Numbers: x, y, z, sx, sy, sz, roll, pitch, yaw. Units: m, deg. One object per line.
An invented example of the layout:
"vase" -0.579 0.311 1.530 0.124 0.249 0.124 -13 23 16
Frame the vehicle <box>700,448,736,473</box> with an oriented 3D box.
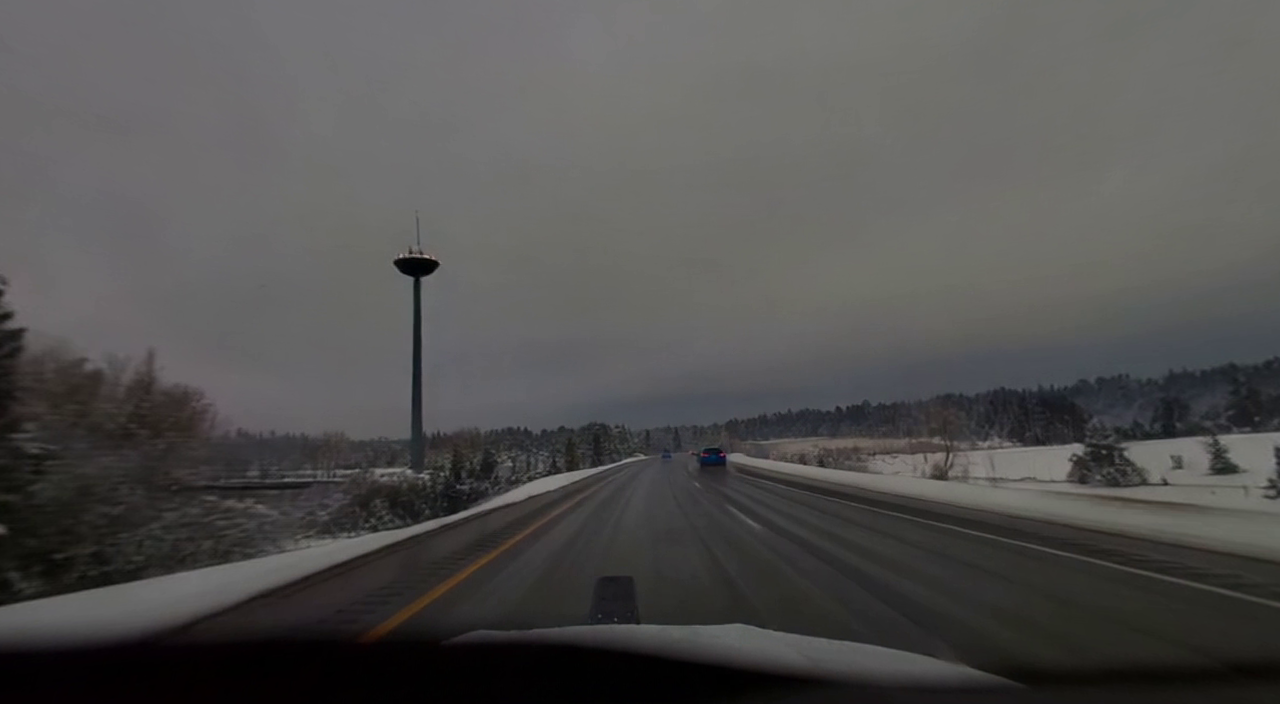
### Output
"vehicle" 5.075 7.122 41.712 2.030 1.526 4.165 0 -9 2
